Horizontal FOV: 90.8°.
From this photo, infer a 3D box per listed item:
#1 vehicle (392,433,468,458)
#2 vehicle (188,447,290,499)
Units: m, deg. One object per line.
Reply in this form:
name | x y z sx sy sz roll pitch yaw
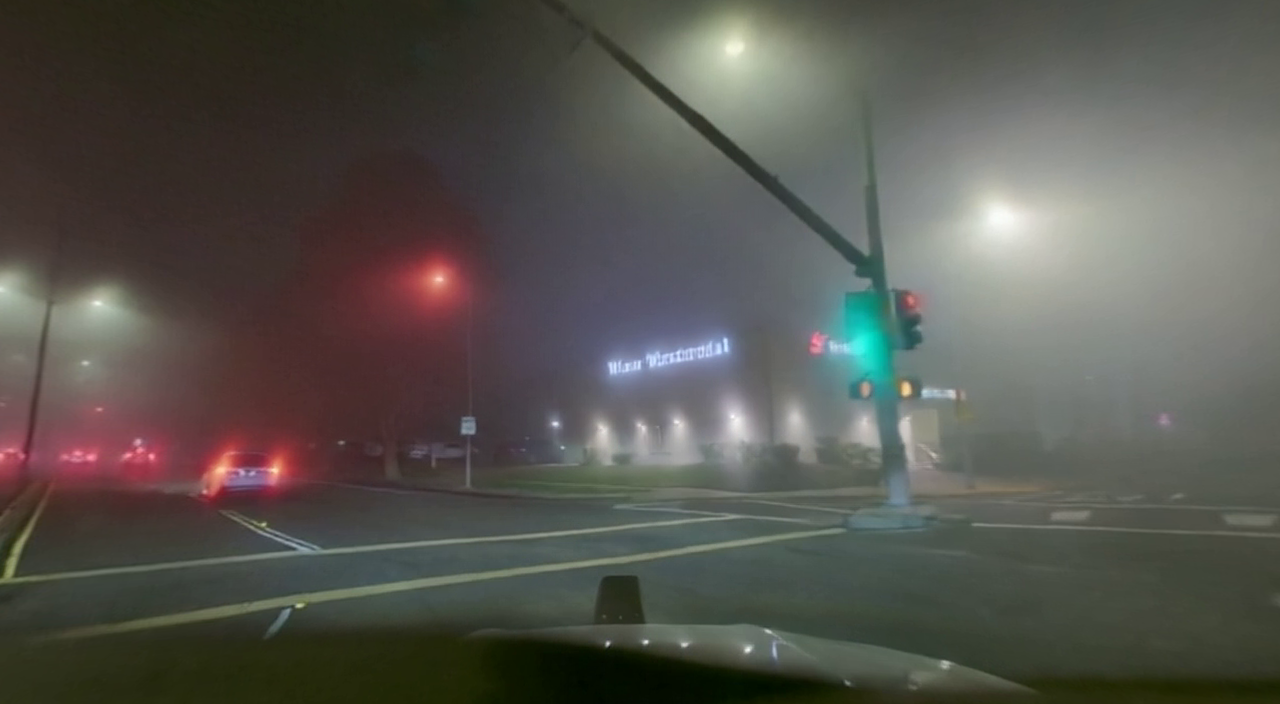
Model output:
vehicle | -15.659 7.005 47.233 2.189 1.737 4.851 -8 -12 44
vehicle | -14.622 4.307 22.947 2.197 1.642 4.312 8 -11 -43
